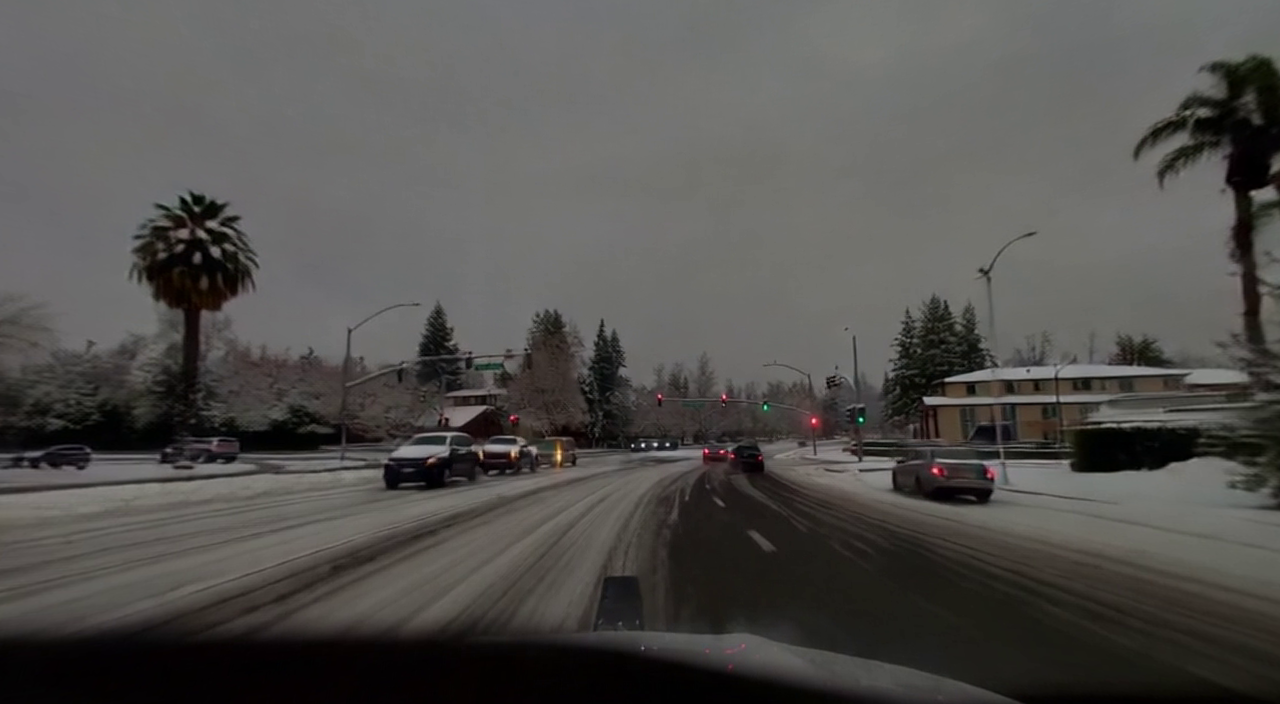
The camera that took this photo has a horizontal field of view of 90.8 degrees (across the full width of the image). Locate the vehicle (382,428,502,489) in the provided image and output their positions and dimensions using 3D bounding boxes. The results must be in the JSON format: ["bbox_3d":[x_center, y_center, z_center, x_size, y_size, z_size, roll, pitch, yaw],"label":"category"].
[{"bbox_3d":[-6.293,3.443,20.810,2.072,1.738,4.757,0,-8,5],"label":"vehicle"}]

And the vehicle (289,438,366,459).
[{"bbox_3d":[-23.764,7.351,48.257,4.814,1.506,2.015,2,-9,-9],"label":"vehicle"}]

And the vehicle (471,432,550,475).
[{"bbox_3d":[-5.774,4.615,28.952,2.188,1.789,4.881,0,-8,5],"label":"vehicle"}]

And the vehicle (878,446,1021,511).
[{"bbox_3d":[8.151,3.328,17.215,2.144,1.473,4.638,-1,-8,8],"label":"vehicle"}]

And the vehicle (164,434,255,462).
[{"bbox_3d":[-30.689,6.832,45.219,5.112,1.780,1.981,3,-8,-28],"label":"vehicle"}]

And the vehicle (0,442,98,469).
[{"bbox_3d":[-38.191,6.634,40.752,4.702,1.449,1.833,5,-10,-43],"label":"vehicle"}]
